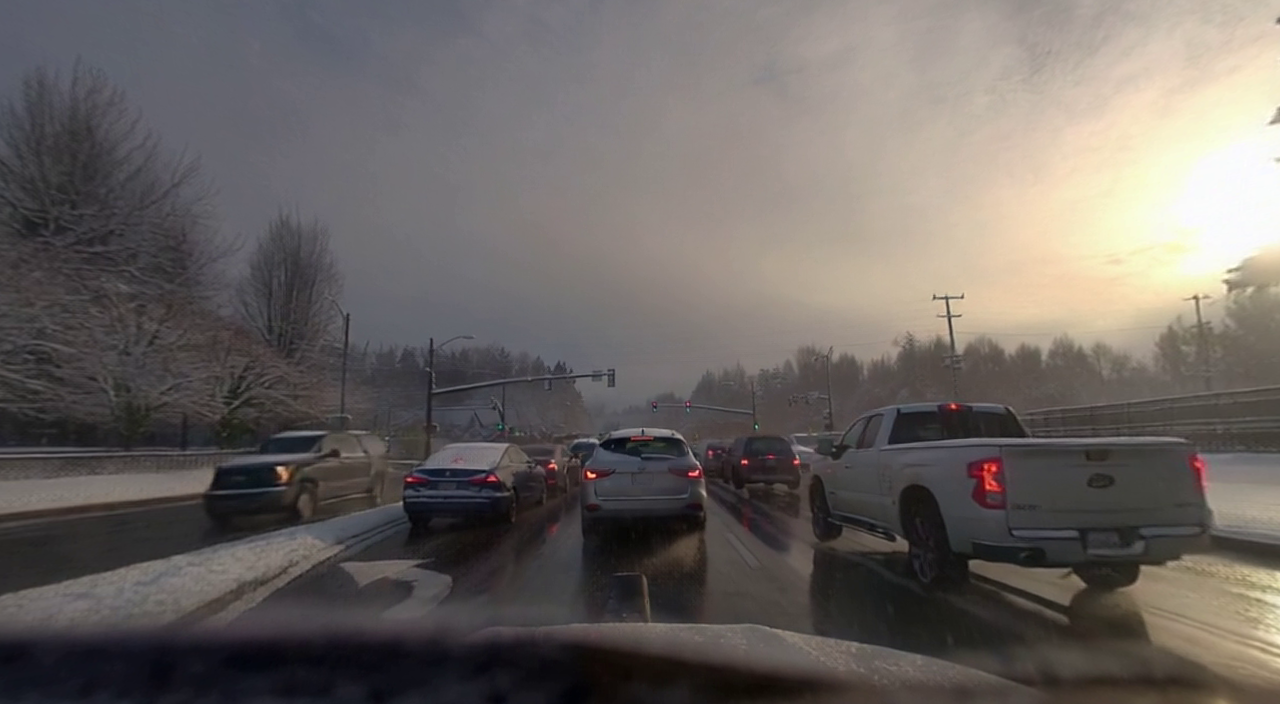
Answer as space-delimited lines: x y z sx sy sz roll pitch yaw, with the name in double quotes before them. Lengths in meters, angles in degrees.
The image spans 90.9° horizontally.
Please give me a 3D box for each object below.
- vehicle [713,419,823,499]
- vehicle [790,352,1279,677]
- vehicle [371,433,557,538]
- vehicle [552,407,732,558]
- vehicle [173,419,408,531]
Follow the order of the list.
"vehicle" 3.749 3.288 19.759 2.408 2.100 5.668 0 -9 2
"vehicle" 3.444 1.370 6.656 2.317 1.857 5.940 0 -9 1
"vehicle" -2.824 2.254 11.290 2.023 1.494 4.259 0 -9 1
"vehicle" 0.084 1.837 9.489 2.113 1.768 3.901 0 -9 2
"vehicle" -6.847 2.452 13.165 2.159 1.885 4.661 0 -9 1
